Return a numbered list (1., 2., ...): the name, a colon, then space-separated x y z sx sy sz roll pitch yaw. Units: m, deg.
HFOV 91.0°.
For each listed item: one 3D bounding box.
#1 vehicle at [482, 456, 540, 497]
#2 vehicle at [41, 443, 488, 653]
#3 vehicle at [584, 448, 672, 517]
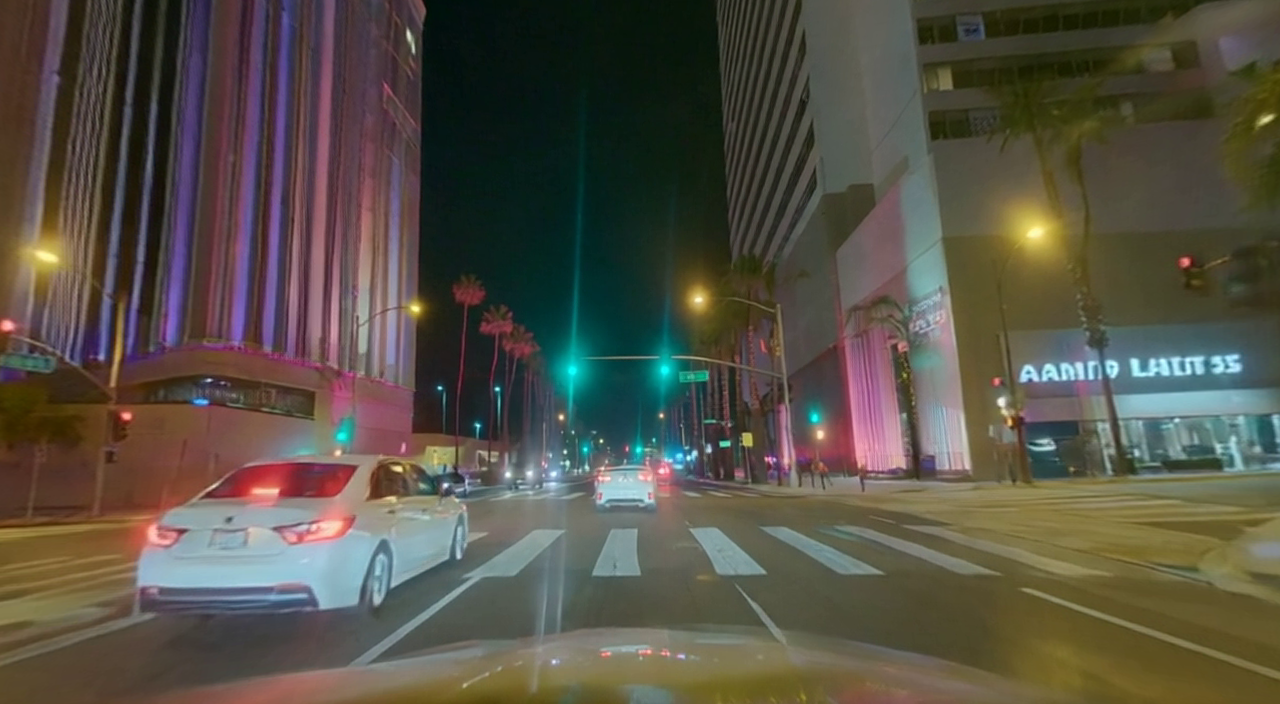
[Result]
1. vehicle: -6.706 6.486 33.253 2.070 1.893 4.738 0 -9 0
2. vehicle: -3.303 1.780 6.975 2.096 1.492 4.666 0 -9 0
3. vehicle: -0.310 3.466 17.270 2.145 1.632 3.972 0 -9 -1
